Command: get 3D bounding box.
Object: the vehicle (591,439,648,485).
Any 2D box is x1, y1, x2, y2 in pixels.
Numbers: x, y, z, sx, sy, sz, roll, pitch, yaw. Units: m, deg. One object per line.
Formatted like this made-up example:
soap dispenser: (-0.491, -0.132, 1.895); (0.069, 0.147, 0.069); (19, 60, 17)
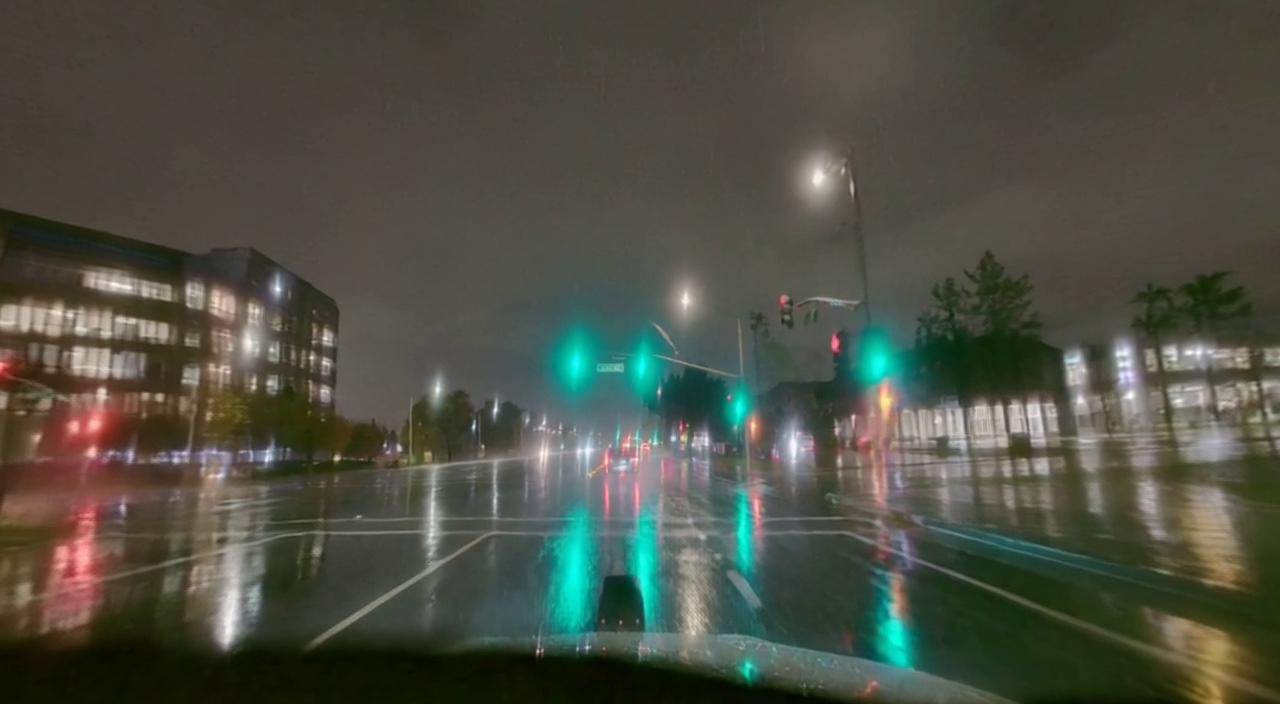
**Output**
vehicle: (-0.828, 4.426, 25.762); (2.130, 1.711, 4.038); (0, -9, -2)
